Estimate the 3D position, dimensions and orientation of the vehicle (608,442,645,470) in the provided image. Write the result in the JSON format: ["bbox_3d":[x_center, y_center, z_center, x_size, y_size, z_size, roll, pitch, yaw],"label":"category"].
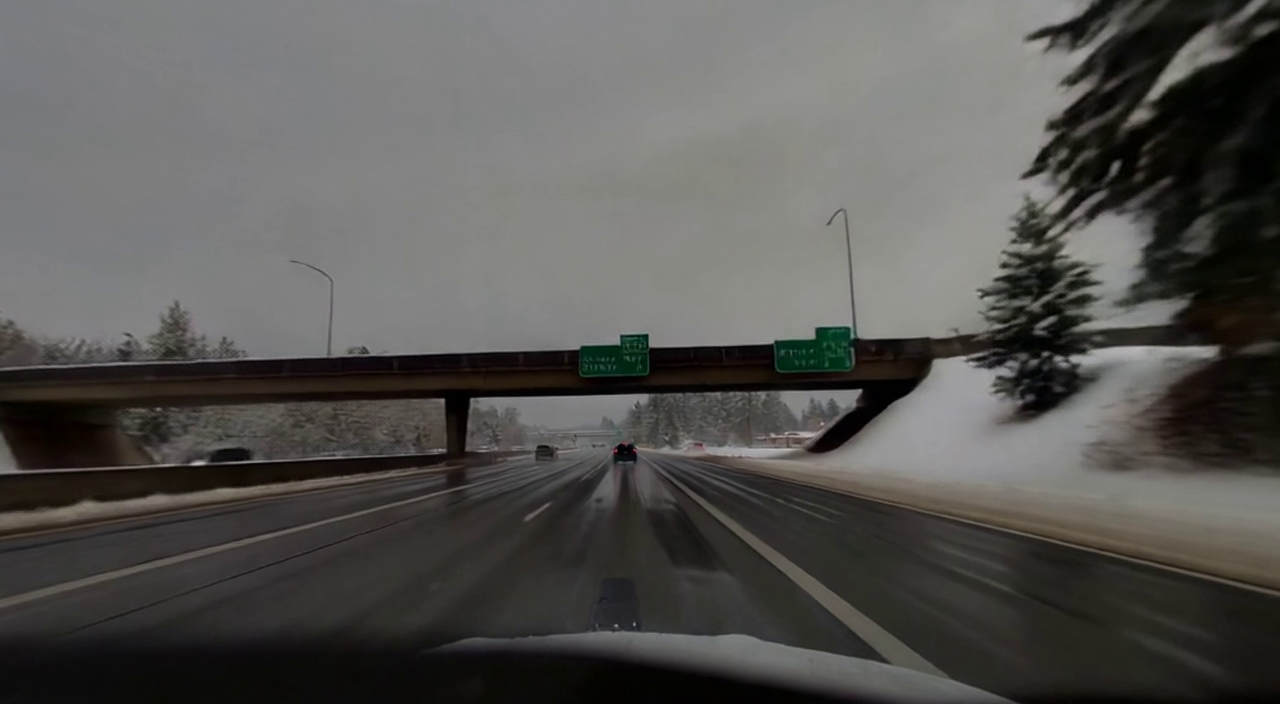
[{"bbox_3d":[-0.777,5.855,35.870,2.012,1.471,4.059,0,-8,-2],"label":"vehicle"}]

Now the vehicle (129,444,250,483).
[{"bbox_3d":[-20.151,4.973,28.591,1.975,1.609,4.840,0,-8,-1],"label":"vehicle"}]
